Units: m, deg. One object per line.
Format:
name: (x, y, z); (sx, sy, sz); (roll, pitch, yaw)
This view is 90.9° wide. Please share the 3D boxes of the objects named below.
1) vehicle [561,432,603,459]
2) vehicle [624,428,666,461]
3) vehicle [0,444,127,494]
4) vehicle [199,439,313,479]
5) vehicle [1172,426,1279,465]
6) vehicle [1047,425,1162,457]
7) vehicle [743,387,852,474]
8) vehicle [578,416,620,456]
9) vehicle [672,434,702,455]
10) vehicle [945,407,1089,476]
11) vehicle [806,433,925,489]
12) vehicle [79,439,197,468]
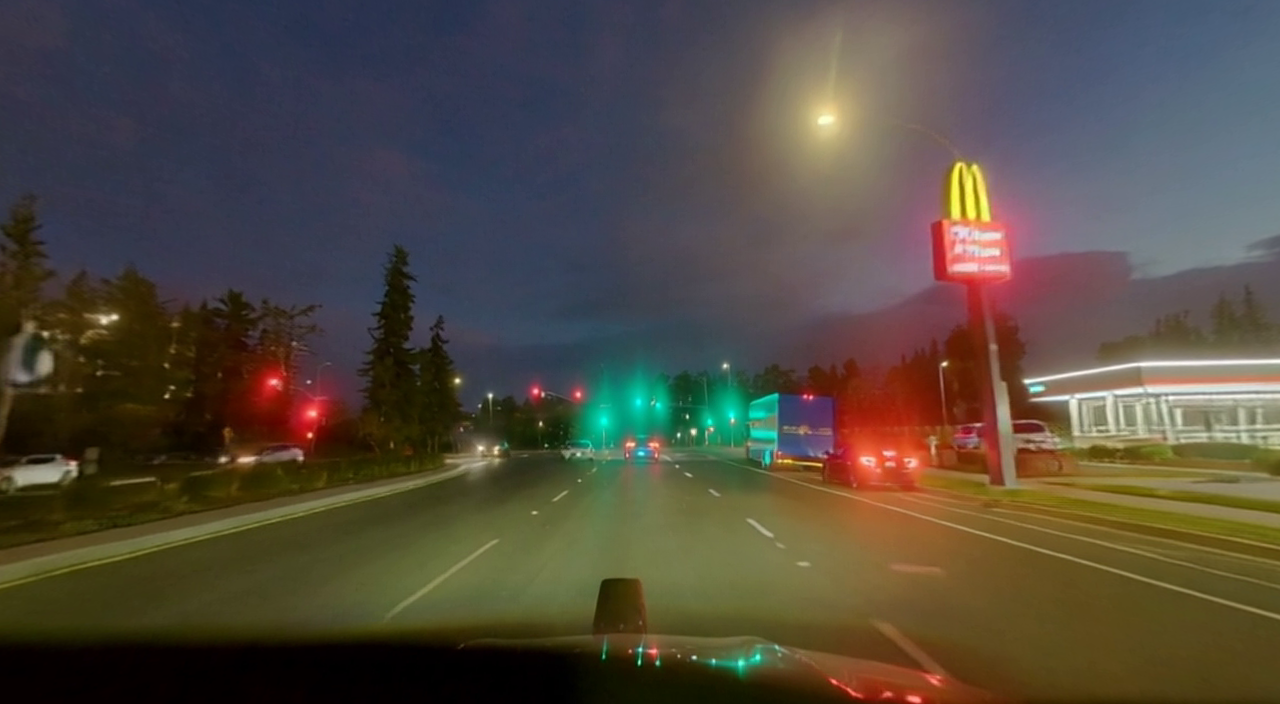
vehicle: (-3.400, 5.593, 37.815); (2.008, 1.500, 4.369); (-1, -8, 1)
vehicle: (0.284, 5.179, 35.392); (2.209, 1.718, 4.008); (-1, -8, 1)
vehicle: (-22.733, 4.382, 24.089); (1.936, 1.654, 4.857); (-1, -8, 4)
vehicle: (-15.693, 4.371, 26.084); (1.836, 1.464, 4.440); (-1, -8, 1)
vehicle: (26.124, 4.006, 27.105); (4.545, 1.571, 1.769); (-5, -9, 26)
vehicle: (29.542, 5.713, 40.369); (5.568, 1.930, 2.081); (-5, -9, 29)
vehicle: (6.824, 3.628, 28.708); (2.891, 3.361, 7.843); (0, -8, 0)
vehicle: (-3.081, 6.561, 48.966); (2.715, 2.791, 7.171); (-1, -8, 1)
vehicle: (3.608, 7.181, 48.993); (2.075, 1.540, 4.411); (-1, -8, 1)
vehicle: (13.744, 3.238, 22.891); (5.354, 2.214, 2.504); (6, -10, -37)
vehicle: (6.720, 3.280, 19.392); (1.980, 1.473, 4.537); (-1, -8, 0)
vehicle: (-29.343, 5.936, 37.148); (1.971, 1.578, 5.304); (-2, -8, 11)
